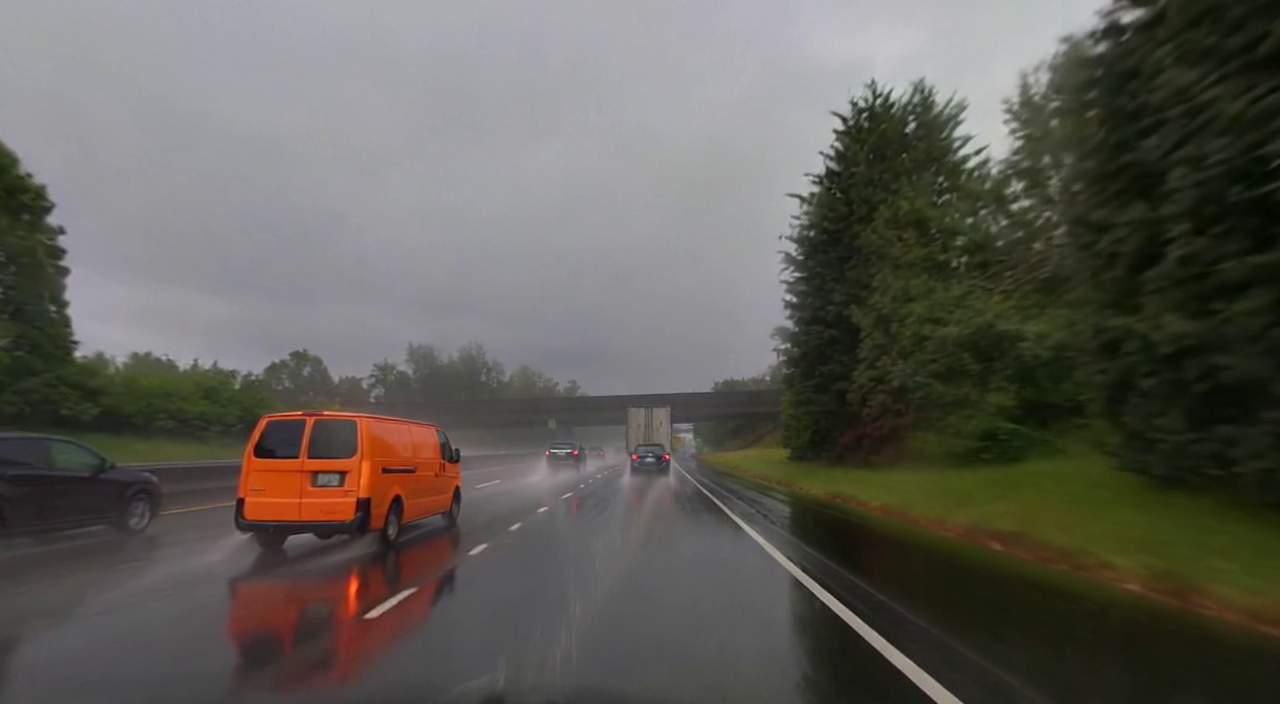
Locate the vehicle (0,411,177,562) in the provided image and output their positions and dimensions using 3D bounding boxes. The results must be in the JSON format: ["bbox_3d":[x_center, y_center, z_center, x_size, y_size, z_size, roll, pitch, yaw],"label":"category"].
[{"bbox_3d":[-8.250,1.586,7.551,2.093,1.675,4.233,0,-9,0],"label":"vehicle"}]

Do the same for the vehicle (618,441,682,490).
[{"bbox_3d":[0.317,3.829,21.549,1.991,1.507,3.391,0,-9,0],"label":"vehicle"}]

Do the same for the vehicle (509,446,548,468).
[{"bbox_3d":[-7.772,7.326,44.112,1.886,1.414,4.028,0,-9,1],"label":"vehicle"}]

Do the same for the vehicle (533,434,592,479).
[{"bbox_3d":[-3.433,4.733,28.754,2.068,1.862,4.234,0,-9,1],"label":"vehicle"}]

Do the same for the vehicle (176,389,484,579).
[{"bbox_3d":[-3.580,1.609,8.311,1.951,1.882,3.979,0,-9,1],"label":"vehicle"}]
